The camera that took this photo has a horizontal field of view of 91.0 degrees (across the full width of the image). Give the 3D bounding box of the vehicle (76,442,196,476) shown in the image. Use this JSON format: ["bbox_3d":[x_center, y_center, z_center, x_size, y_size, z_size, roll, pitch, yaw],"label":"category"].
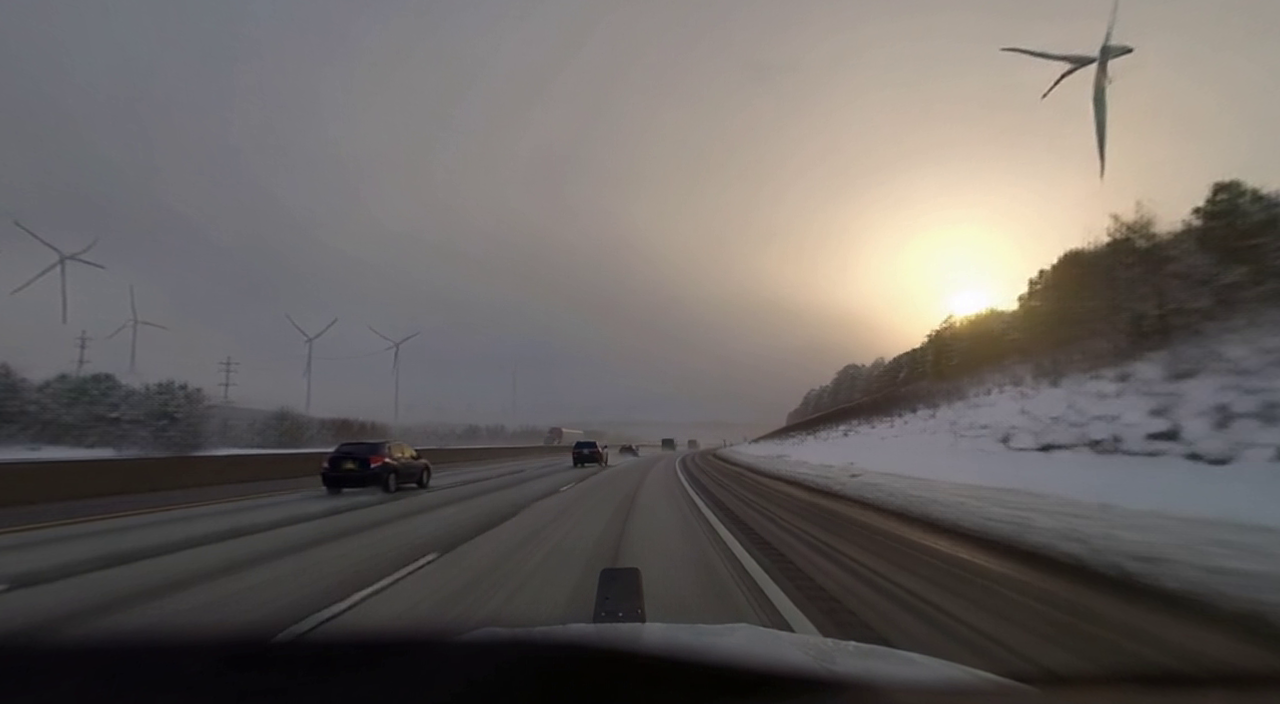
[{"bbox_3d":[-24.441,5.198,30.791,1.871,1.501,4.593,-1,-9,3],"label":"vehicle"}]

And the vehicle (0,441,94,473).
[{"bbox_3d":[-31.829,5.481,33.131,1.843,1.578,4.664,0,-9,3],"label":"vehicle"}]

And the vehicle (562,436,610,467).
[{"bbox_3d":[-3.051,5.742,36.490,2.118,1.702,4.355,-1,-9,4],"label":"vehicle"}]

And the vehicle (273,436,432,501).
[{"bbox_3d":[-7.680,3.159,17.495,2.015,1.537,4.728,0,-9,3],"label":"vehicle"}]
